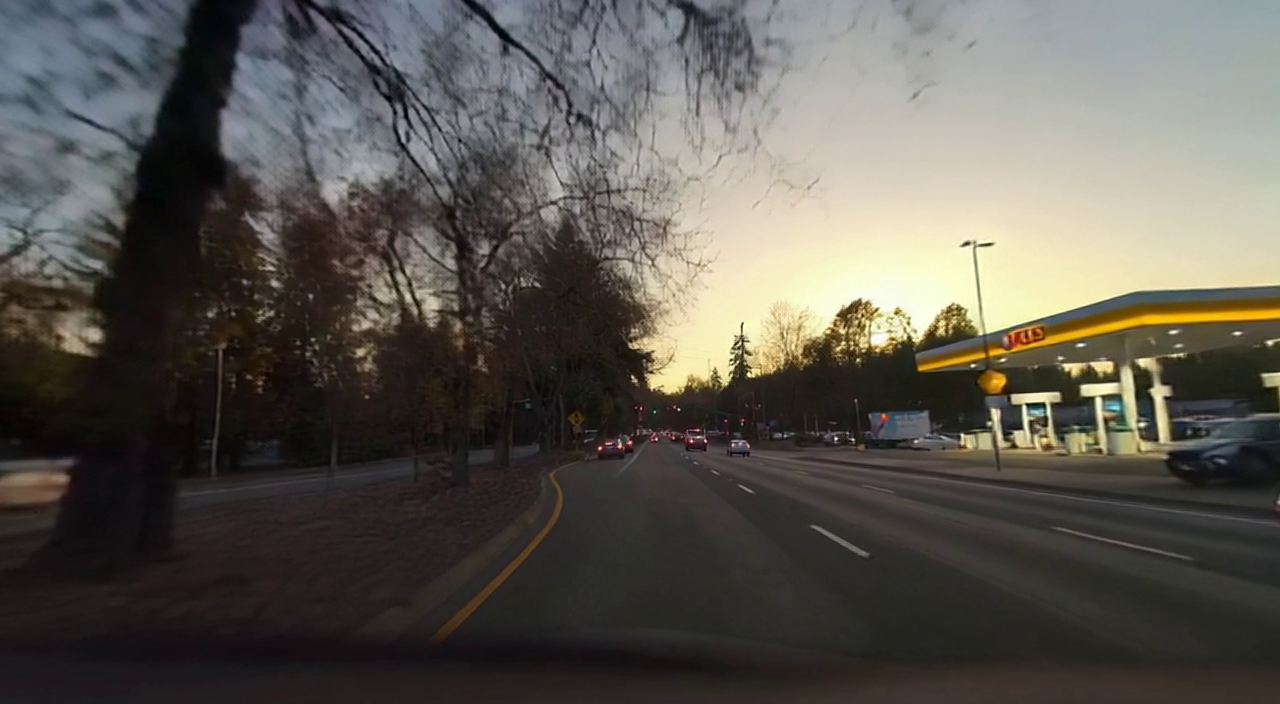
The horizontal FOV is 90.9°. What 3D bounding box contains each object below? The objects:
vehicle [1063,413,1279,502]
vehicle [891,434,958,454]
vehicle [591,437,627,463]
[{"bbox_3d":[12.816,2.345,14.179,4.960,1.802,2.068,-3,-9,17],"label":"vehicle"},{"bbox_3d":[21.975,7.156,48.841,1.784,1.472,4.532,5,-10,-26],"label":"vehicle"},{"bbox_3d":[-1.839,5.852,37.615,2.032,1.461,4.173,1,-9,-2],"label":"vehicle"}]
